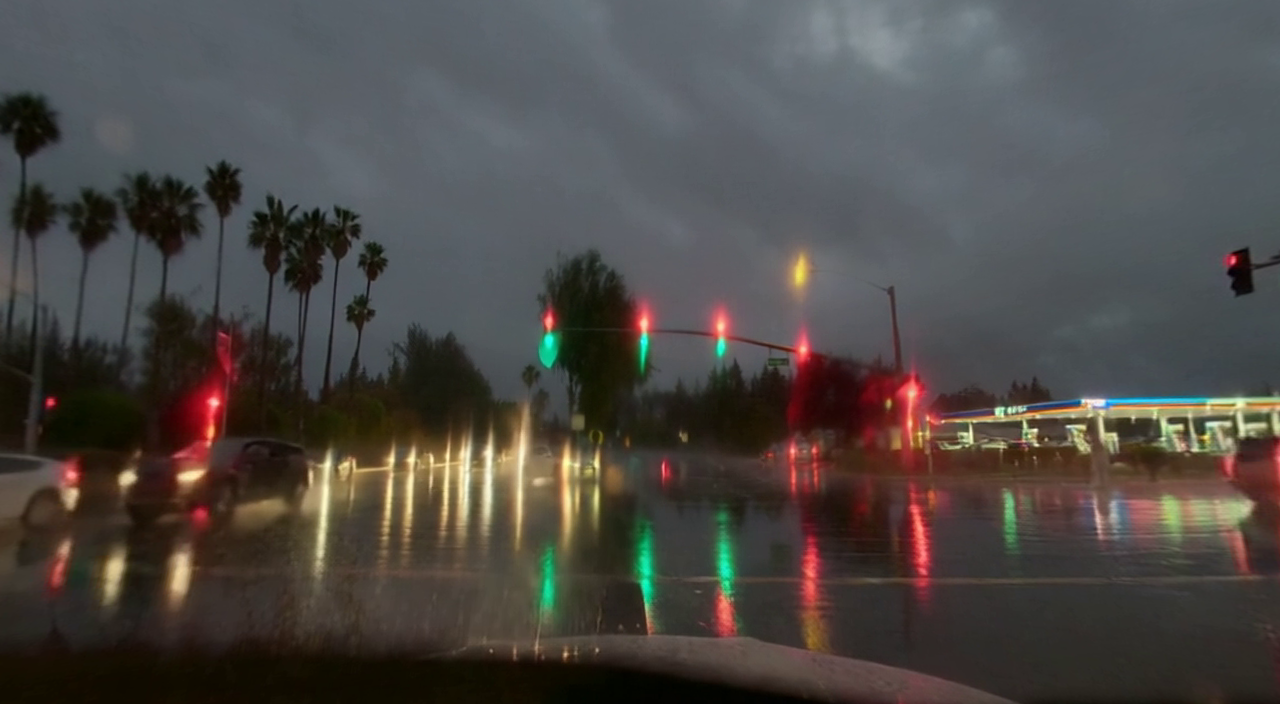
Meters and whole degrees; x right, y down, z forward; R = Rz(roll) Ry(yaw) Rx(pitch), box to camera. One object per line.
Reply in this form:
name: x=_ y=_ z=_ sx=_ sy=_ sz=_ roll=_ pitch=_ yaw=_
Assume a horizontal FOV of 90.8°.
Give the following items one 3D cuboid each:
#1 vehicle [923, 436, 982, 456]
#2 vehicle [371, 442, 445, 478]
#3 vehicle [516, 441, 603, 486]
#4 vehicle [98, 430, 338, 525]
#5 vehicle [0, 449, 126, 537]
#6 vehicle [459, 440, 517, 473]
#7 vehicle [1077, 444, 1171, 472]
vehicle: x=22.550 y=6.770 z=45.661 sx=3.356 sy=1.395 sz=1.559 roll=0 pitch=-9 yaw=-1
vehicle: x=-11.856 y=5.531 z=32.657 sx=1.973 sy=1.712 sz=4.872 roll=0 pitch=-9 yaw=0
vehicle: x=-3.089 y=4.068 z=23.360 sx=1.983 sy=1.464 sz=4.579 roll=4 pitch=-9 yaw=-23
vehicle: x=-8.489 y=2.552 z=13.329 sx=2.156 sy=1.662 sz=4.186 roll=0 pitch=-9 yaw=0
vehicle: x=-11.768 y=2.423 z=10.926 sx=1.966 sy=1.455 sz=4.493 roll=0 pitch=-9 yaw=-1
vehicle: x=-8.526 y=5.911 z=35.950 sx=2.124 sy=1.701 sz=4.551 roll=0 pitch=-9 yaw=1
vehicle: x=24.270 y=5.304 z=31.739 sx=3.474 sy=1.376 sz=1.538 roll=0 pitch=-9 yaw=-2
